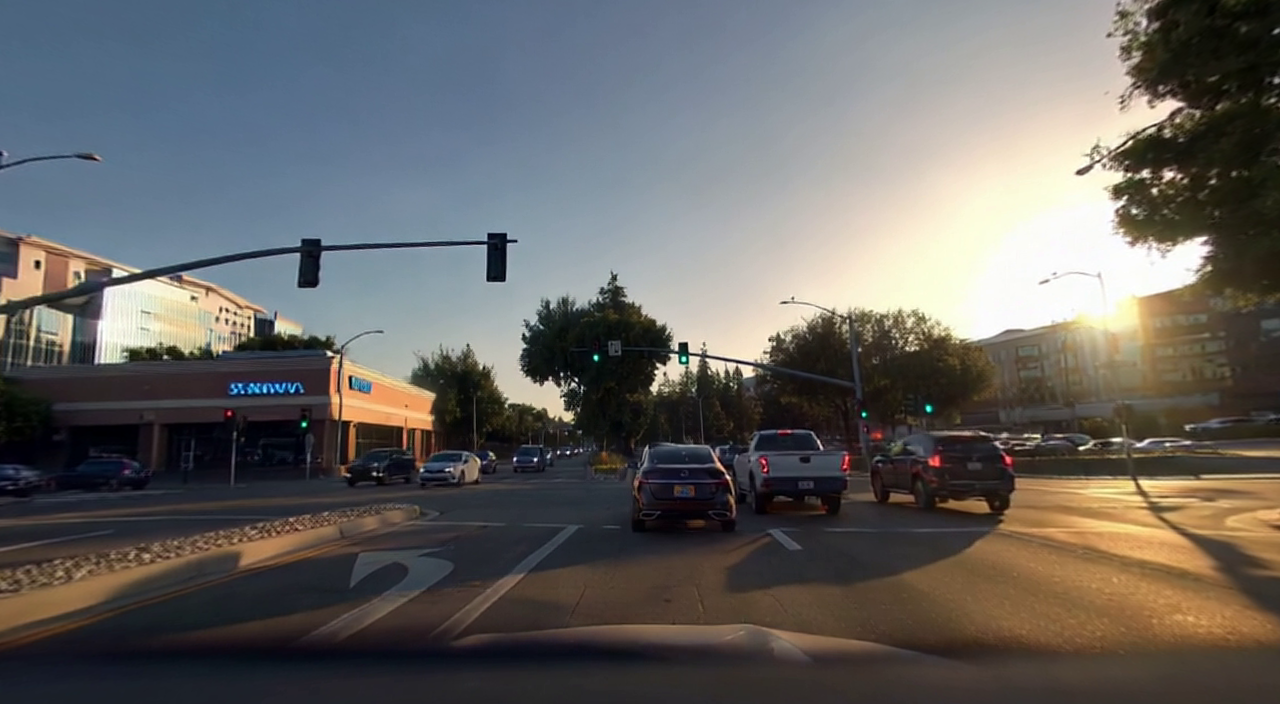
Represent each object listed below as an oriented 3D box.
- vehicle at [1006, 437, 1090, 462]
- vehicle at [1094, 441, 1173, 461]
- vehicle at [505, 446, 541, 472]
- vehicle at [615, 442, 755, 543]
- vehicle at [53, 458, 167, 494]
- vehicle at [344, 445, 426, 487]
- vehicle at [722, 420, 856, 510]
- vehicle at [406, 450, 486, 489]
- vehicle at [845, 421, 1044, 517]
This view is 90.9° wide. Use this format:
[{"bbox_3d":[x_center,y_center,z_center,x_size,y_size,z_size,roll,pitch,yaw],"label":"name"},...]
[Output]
[{"bbox_3d":[31.403,7.536,48.653,4.885,1.883,2.107,0,-8,1],"label":"vehicle"},{"bbox_3d":[36.363,7.315,46.538,4.230,1.449,1.782,0,-8,1],"label":"vehicle"},{"bbox_3d":[-8.418,7.714,45.791,1.904,1.789,4.021,0,-8,-1],"label":"vehicle"},{"bbox_3d":[0.596,2.328,11.115,2.038,1.447,3.756,0,-8,-2],"label":"vehicle"},{"bbox_3d":[-29.047,6.783,34.625,4.789,1.828,2.025,-2,-9,11],"label":"vehicle"},{"bbox_3d":[-12.157,5.416,30.405,1.991,1.844,4.393,0,-8,2],"label":"vehicle"},{"bbox_3d":[3.868,3.059,17.590,2.358,2.116,5.328,0,-8,-1],"label":"vehicle"},{"bbox_3d":[-8.136,4.940,26.897,2.002,1.469,4.301,0,-8,0],"label":"vehicle"},{"bbox_3d":[7.299,2.870,16.026,2.323,2.009,5.266,0,-8,-1],"label":"vehicle"}]
